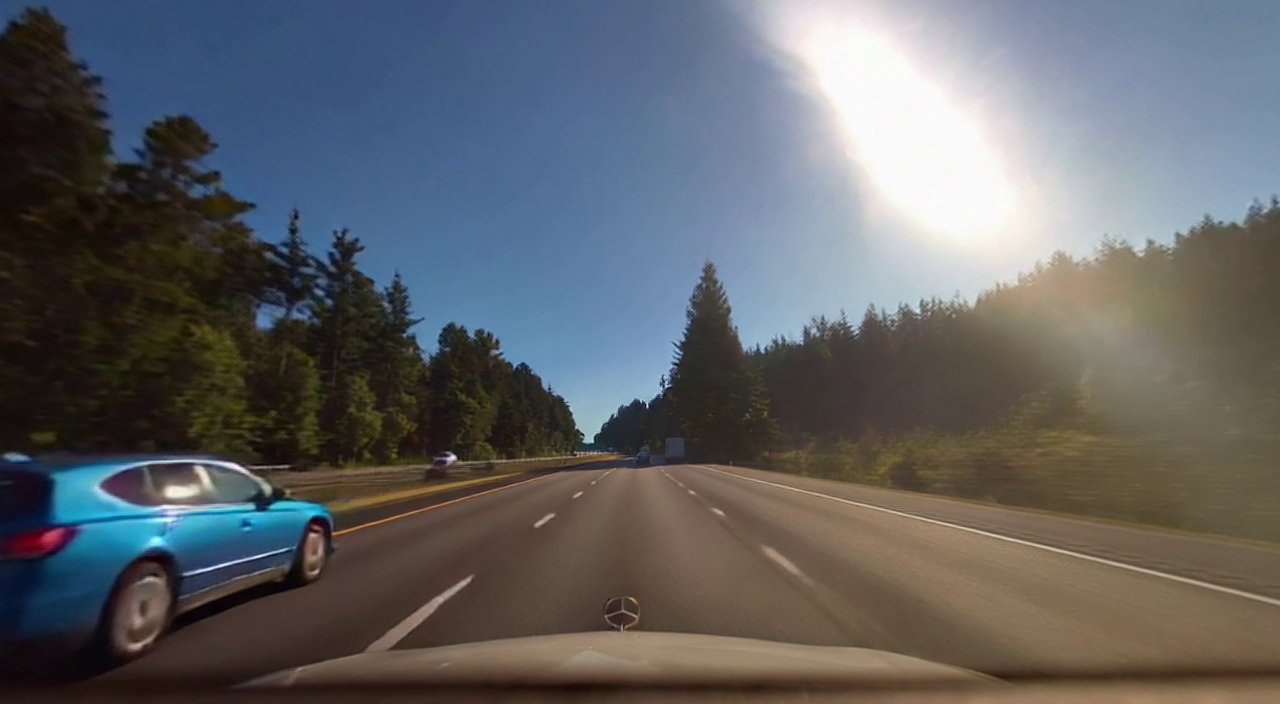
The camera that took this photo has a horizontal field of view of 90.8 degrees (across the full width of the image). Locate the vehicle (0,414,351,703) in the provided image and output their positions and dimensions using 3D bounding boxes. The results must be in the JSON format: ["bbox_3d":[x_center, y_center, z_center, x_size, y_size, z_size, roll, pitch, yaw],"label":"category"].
[{"bbox_3d":[-4.124,1.354,4.842,1.927,1.530,3.874,-1,-9,0],"label":"vehicle"}]
